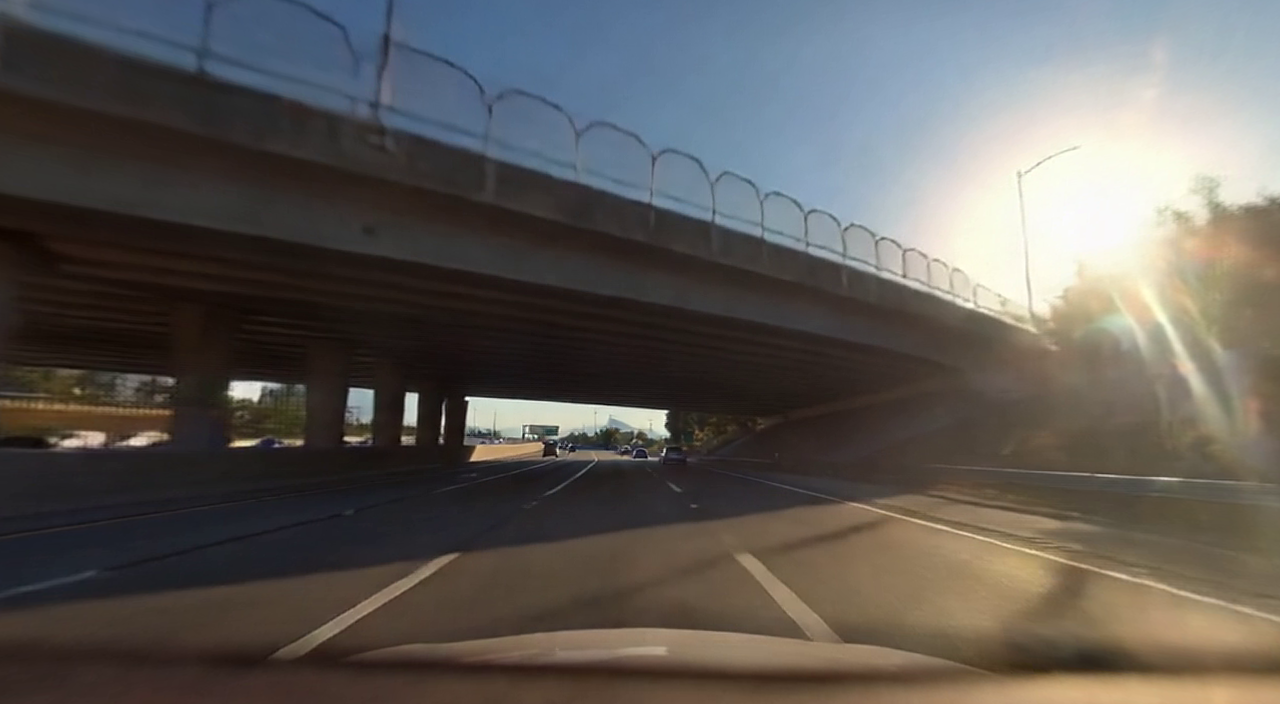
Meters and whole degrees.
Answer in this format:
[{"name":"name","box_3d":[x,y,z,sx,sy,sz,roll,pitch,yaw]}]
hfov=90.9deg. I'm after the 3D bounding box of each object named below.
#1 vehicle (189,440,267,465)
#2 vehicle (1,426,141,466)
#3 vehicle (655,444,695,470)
[{"name":"vehicle","box_3d":[-26.091,6.342,40.134,1.812,1.488,4.790,0,-8,-1]},{"name":"vehicle","box_3d":[-30.222,5.058,33.869,2.190,1.941,5.839,0,-8,-2]},{"name":"vehicle","box_3d":[2.116,6.578,39.861,2.059,1.509,4.670,0,-8,-3]}]
